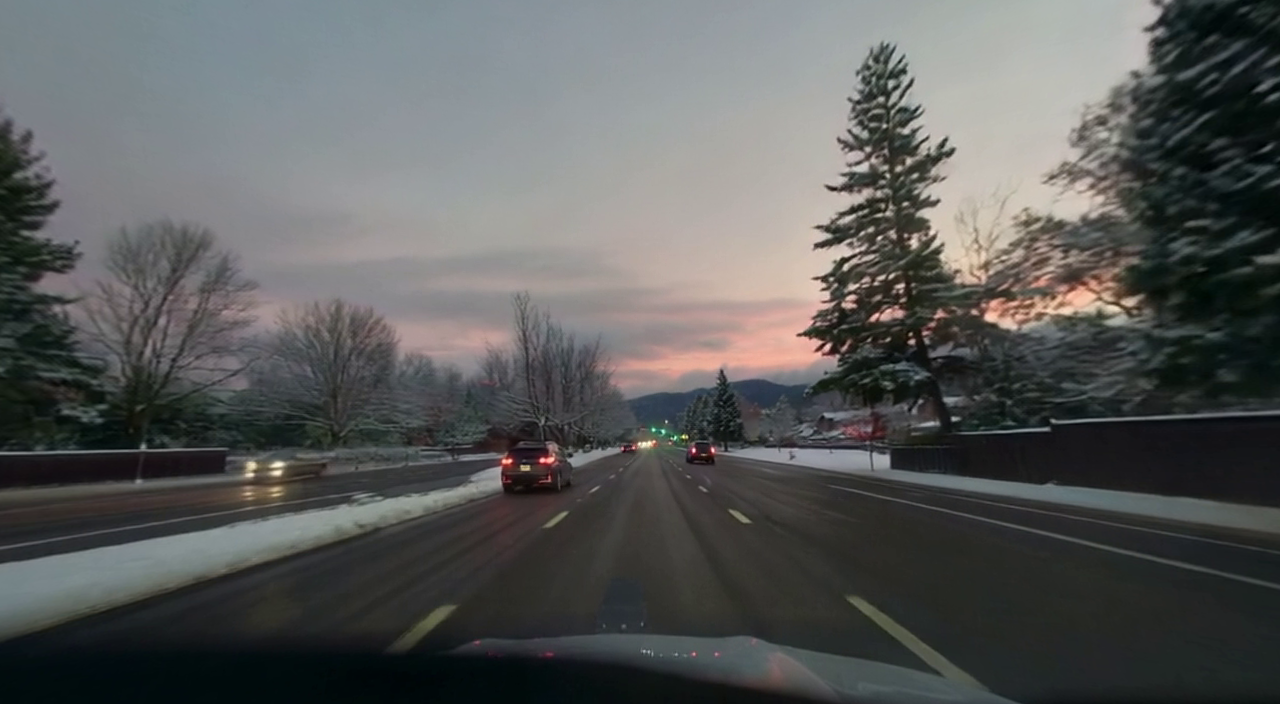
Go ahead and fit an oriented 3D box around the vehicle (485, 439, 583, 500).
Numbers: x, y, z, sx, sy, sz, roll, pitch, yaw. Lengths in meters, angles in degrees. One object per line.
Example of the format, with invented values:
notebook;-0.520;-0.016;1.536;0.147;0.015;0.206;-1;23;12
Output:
vehicle;-2.890;3.295;18.227;1.966;1.524;4.410;0;-8;1

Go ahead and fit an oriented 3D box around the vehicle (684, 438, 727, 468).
vehicle;4.083;6.389;40.065;2.114;1.780;4.445;0;-8;-1

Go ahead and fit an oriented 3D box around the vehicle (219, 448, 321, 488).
vehicle;-17.200;5.377;29.618;2.012;1.702;4.458;0;-8;1
